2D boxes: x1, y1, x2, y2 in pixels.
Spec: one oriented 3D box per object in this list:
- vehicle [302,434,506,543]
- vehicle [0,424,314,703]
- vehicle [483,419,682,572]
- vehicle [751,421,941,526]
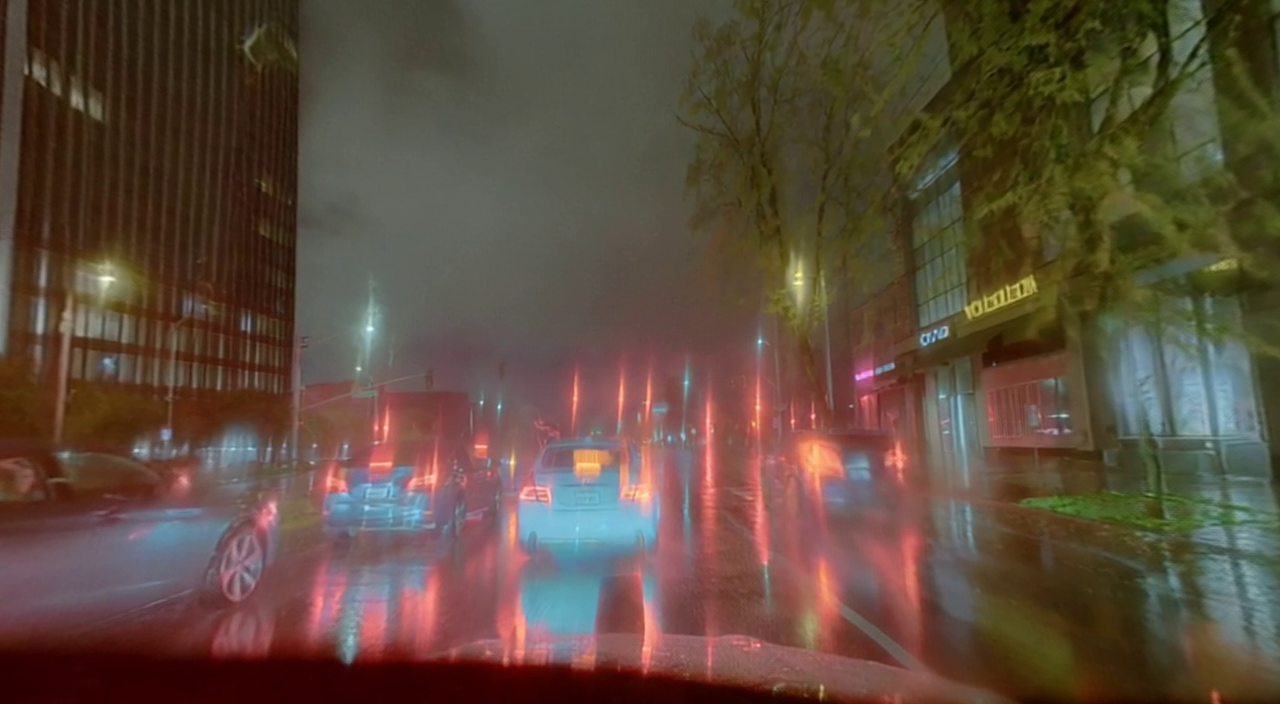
[{"bbox_3d":[-3.733,2.217,10.933,1.950,1.487,4.130,0,-9,0],"label":"vehicle"},{"bbox_3d":[-4.129,1.186,3.710,2.020,1.457,4.496,0,-9,0],"label":"vehicle"},{"bbox_3d":[-0.618,1.772,8.532,2.042,1.555,3.912,0,-9,-1],"label":"vehicle"},{"bbox_3d":[3.670,2.260,12.285,2.097,1.651,4.300,0,-9,-2],"label":"vehicle"}]
